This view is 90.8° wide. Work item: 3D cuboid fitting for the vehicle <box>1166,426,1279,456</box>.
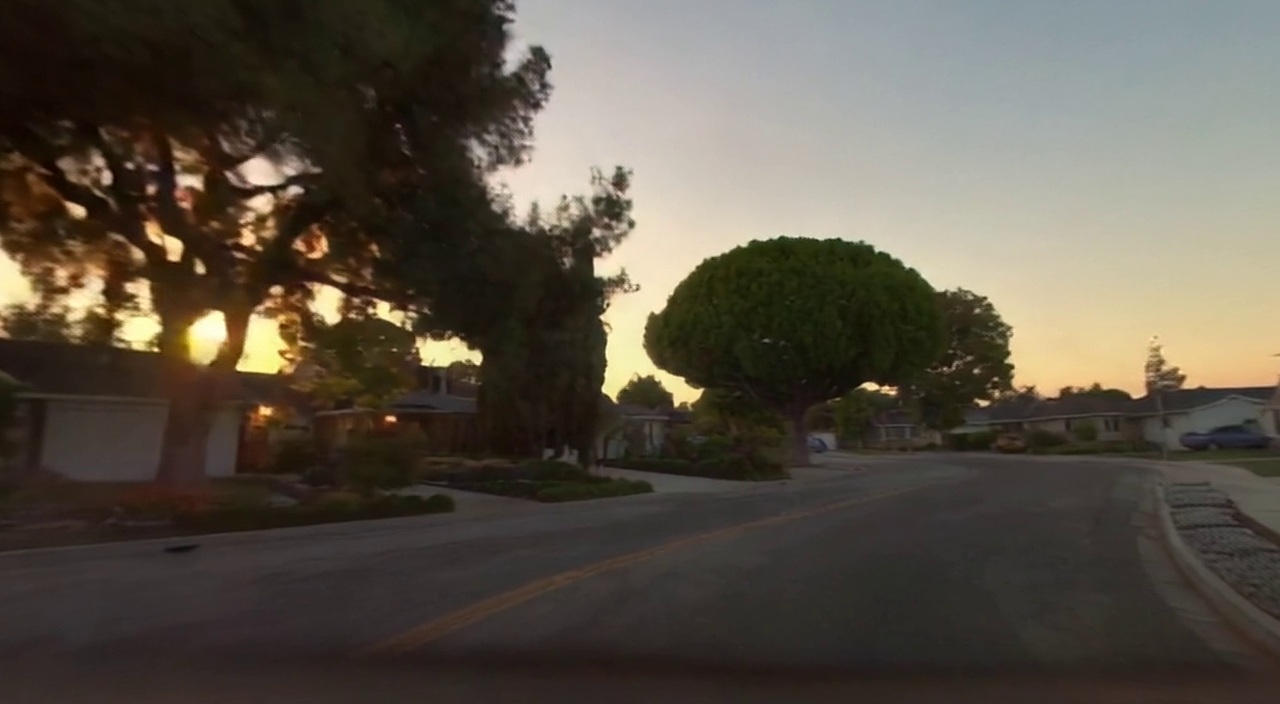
[{"bbox_3d":[37.031,5.672,40.284,4.799,1.451,2.144,-6,-9,6],"label":"vehicle"}]
